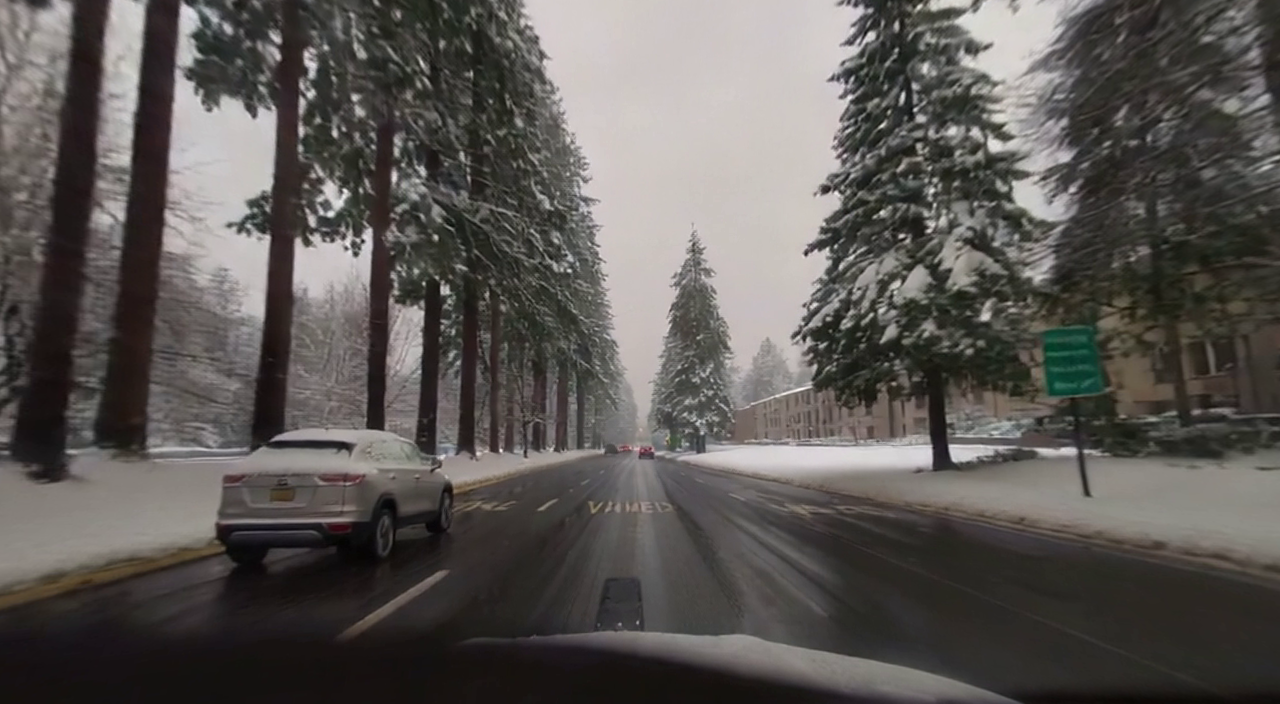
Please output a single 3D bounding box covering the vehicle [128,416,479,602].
[{"bbox_3d":[-3.464,1.676,7.643,1.942,1.588,4.172,0,-9,0],"label":"vehicle"}]
